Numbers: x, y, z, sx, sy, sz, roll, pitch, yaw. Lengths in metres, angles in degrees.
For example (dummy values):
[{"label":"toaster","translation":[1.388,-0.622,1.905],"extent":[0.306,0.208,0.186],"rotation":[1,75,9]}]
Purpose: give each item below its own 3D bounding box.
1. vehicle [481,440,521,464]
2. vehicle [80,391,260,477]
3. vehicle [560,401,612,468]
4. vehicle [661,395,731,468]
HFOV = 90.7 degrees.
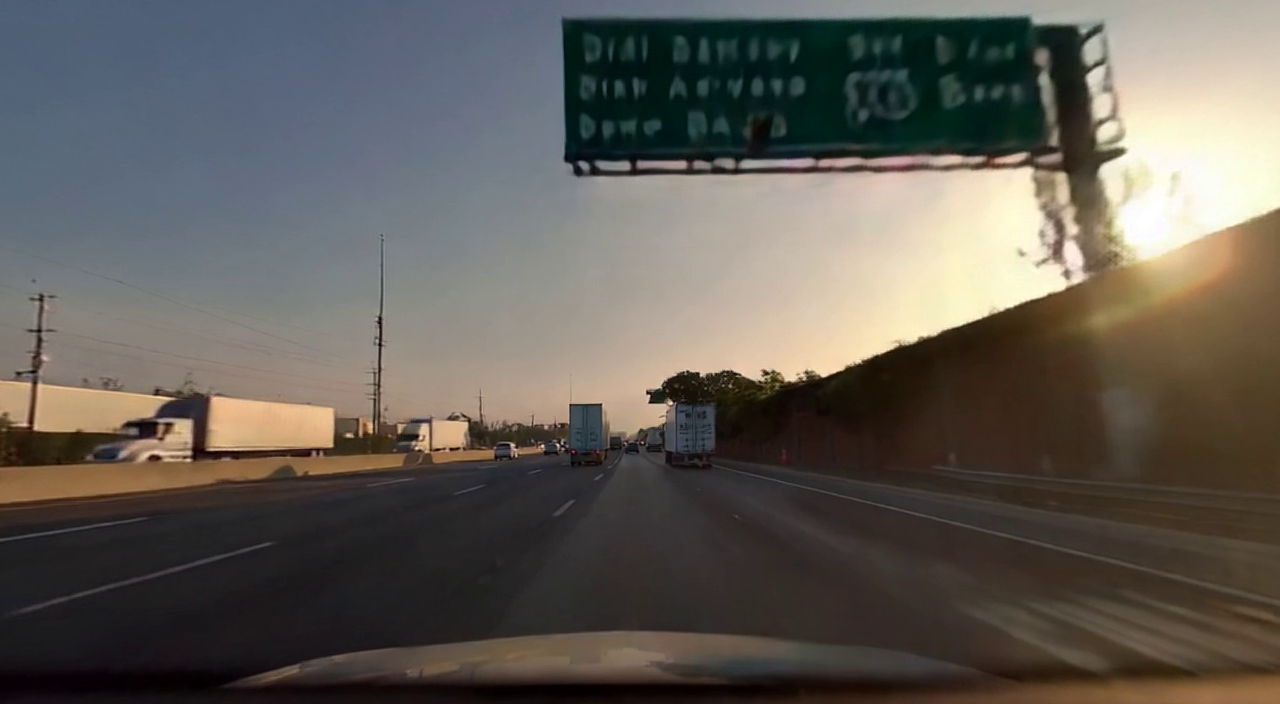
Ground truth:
[{"label":"vehicle","translation":[-10.292,7.457,47.245],"extent":[2.132,1.679,4.045],"rotation":[0,-8,-1]},{"label":"vehicle","translation":[-23.293,4.213,32.129],"extent":[3.052,3.783,7.778],"rotation":[0,-8,0]},{"label":"vehicle","translation":[-3.635,5.957,45.947],"extent":[2.848,4.098,13.421],"rotation":[1,-7,-1]},{"label":"vehicle","translation":[3.324,5.435,43.024],"extent":[2.908,3.898,17.275],"rotation":[2,-8,-1]}]
